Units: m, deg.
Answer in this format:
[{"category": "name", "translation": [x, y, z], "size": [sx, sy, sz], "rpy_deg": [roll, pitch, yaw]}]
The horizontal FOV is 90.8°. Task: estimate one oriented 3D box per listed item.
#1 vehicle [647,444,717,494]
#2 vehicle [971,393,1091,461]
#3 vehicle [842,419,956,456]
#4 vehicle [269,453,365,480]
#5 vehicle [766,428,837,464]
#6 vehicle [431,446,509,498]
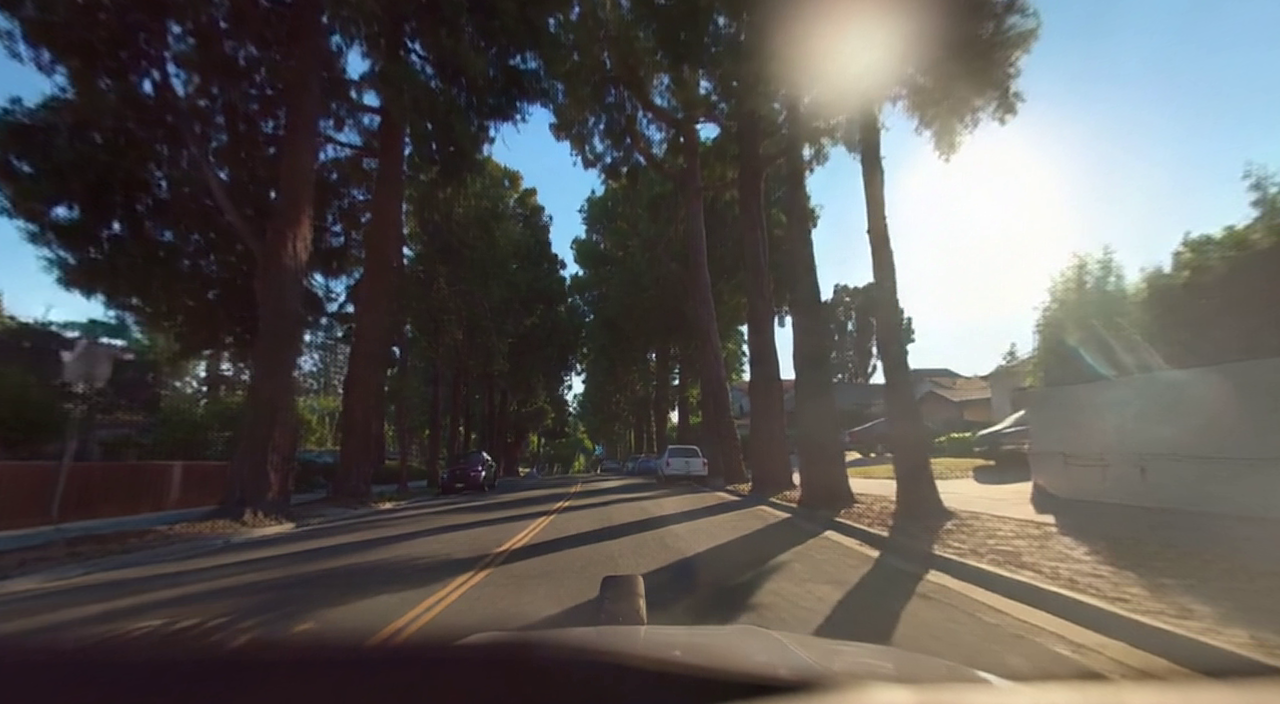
[{"category": "vehicle", "translation": [1.609, 4.780, 26.176], "size": [2.229, 1.826, 4.611], "rpy_deg": [0, -9, -4]}, {"category": "vehicle", "translation": [11.663, 2.395, 19.209], "size": [1.880, 1.626, 4.495], "rpy_deg": [-2, -12, 16]}, {"category": "vehicle", "translation": [12.057, 4.063, 29.734], "size": [4.639, 1.634, 2.005], "rpy_deg": [-2, -9, 12]}, {"category": "vehicle", "translation": [-17.998, 6.383, 35.261], "size": [4.527, 1.466, 1.880], "rpy_deg": [-2, -9, 12]}, {"category": "vehicle", "translation": [9.241, 5.330, 35.869], "size": [2.100, 1.857, 4.611], "rpy_deg": [-7, -11, 38]}, {"category": "vehicle", "translation": [-6.647, 4.674, 25.218], "size": [2.155, 1.729, 4.799], "rpy_deg": [-1, -8, -5]}]
